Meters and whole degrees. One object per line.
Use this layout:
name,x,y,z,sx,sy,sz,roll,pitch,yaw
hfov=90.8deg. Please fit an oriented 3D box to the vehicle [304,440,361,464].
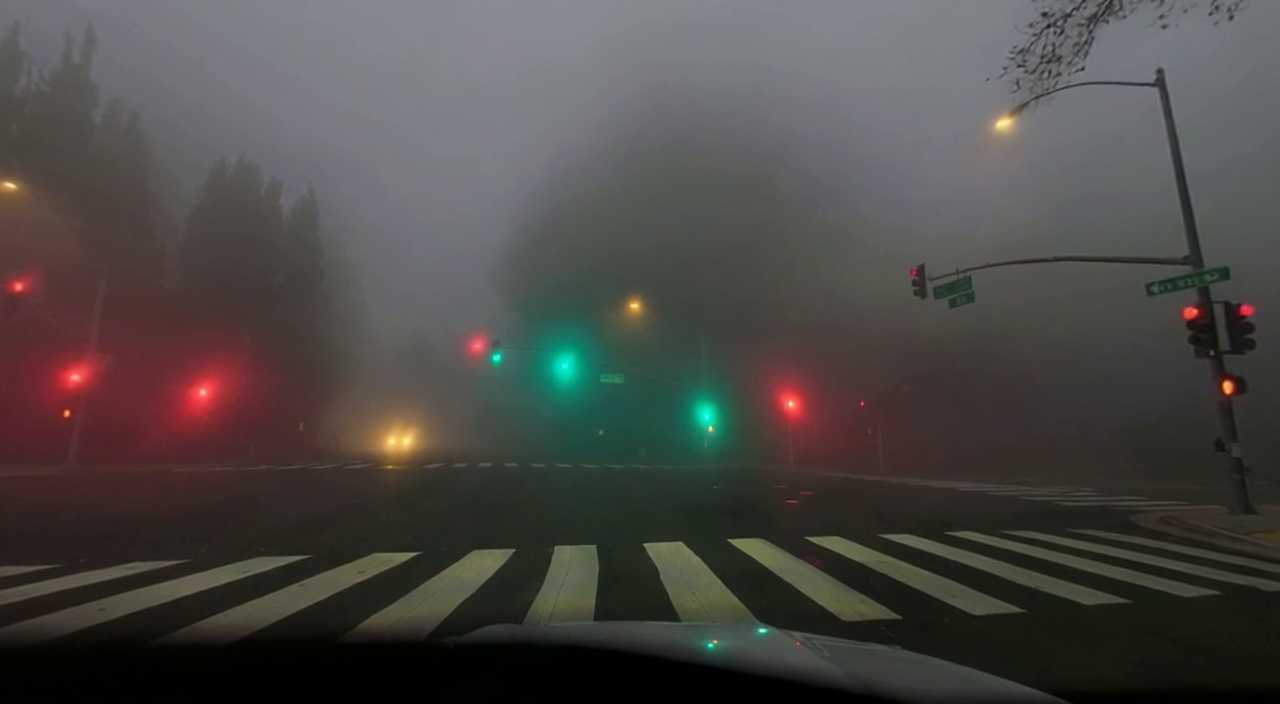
vehicle,-19.726,6.451,40.723,1.918,1.432,4.433,1,-9,-8
